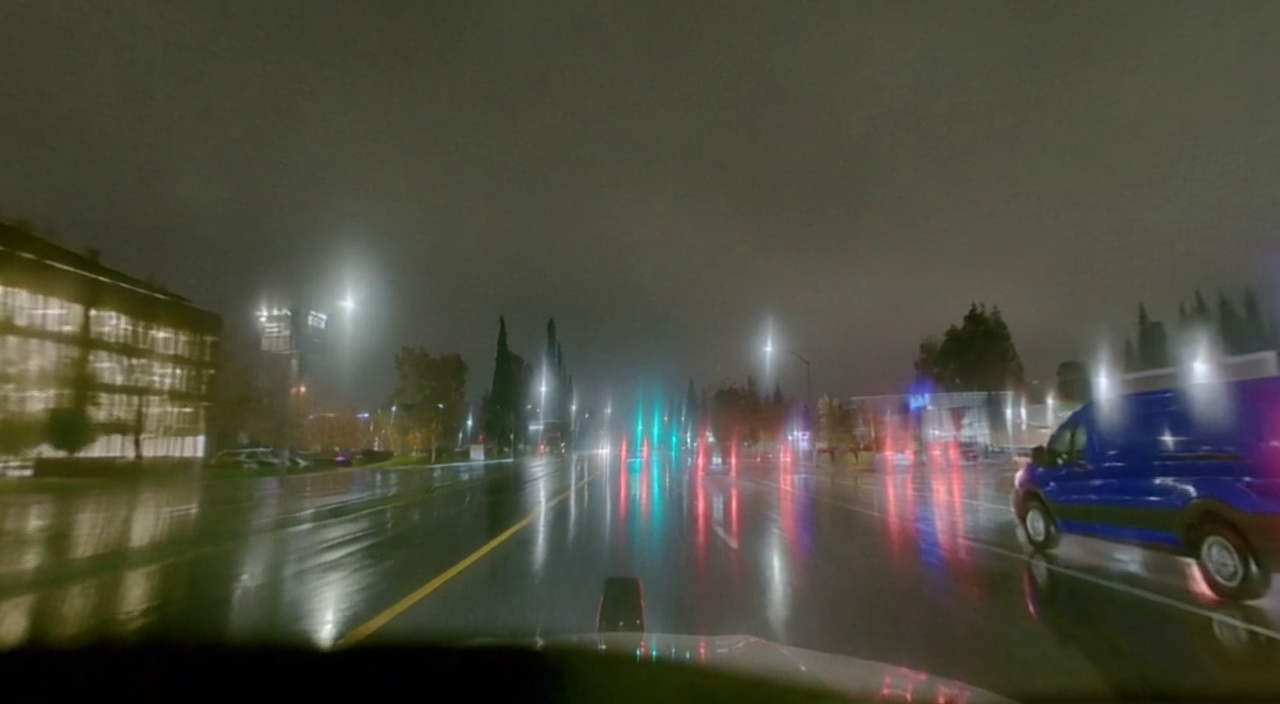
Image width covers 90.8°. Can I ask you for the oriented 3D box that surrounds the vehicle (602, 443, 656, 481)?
[{"bbox_3d":[-0.454,4.605,26.649,2.095,1.456,3.873,0,-8,-1],"label":"vehicle"}]

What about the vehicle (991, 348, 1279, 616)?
[{"bbox_3d":[6.417,1.219,6.289,2.573,2.127,5.568,0,-8,0],"label":"vehicle"}]

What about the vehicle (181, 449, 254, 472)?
[{"bbox_3d":[-29.087,7.441,43.716,1.877,1.455,4.629,0,-8,0],"label":"vehicle"}]

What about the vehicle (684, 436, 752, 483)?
[{"bbox_3d":[3.011,4.290,25.460,2.047,1.711,4.265,0,-8,-2],"label":"vehicle"}]

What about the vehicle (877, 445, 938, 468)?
[{"bbox_3d":[18.344,7.185,43.586,2.017,1.466,4.733,0,-8,-3],"label":"vehicle"}]
